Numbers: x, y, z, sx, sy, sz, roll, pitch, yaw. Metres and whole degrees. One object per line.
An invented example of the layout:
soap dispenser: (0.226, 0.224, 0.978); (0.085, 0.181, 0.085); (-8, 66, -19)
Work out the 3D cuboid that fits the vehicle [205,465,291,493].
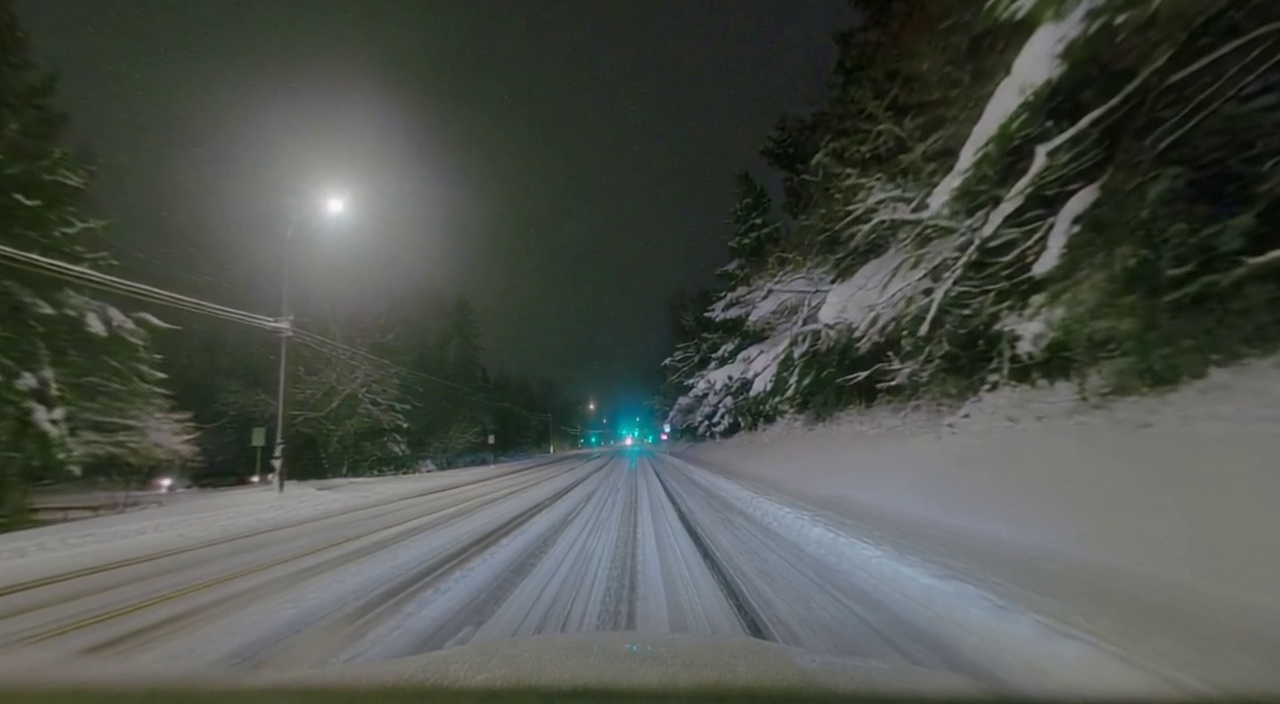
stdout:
vehicle: (-23.687, 7.676, 38.263); (3.850, 1.521, 1.967); (0, -9, 0)
